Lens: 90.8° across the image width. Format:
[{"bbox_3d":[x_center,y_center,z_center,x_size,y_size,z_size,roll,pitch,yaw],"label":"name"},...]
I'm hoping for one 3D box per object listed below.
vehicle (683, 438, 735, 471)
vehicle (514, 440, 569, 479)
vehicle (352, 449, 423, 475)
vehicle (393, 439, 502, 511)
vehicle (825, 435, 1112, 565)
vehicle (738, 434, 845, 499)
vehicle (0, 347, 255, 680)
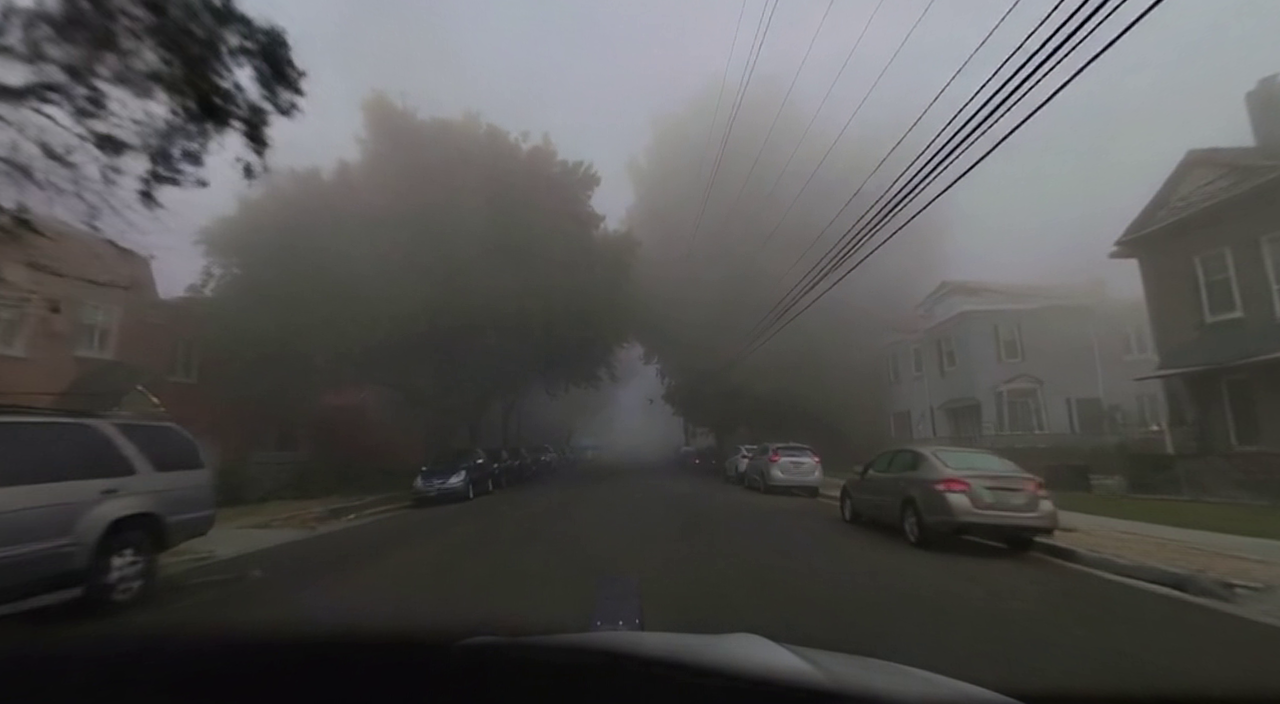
[{"bbox_3d":[4.109,6.236,38.688,2.279,1.848,5.577,0,-9,-3],"label":"vehicle"},{"bbox_3d":[-5.406,5.946,35.442,2.285,1.895,5.883,-3,-8,-2],"label":"vehicle"},{"bbox_3d":[-17.611,7.656,44.260,4.184,1.620,1.852,-2,-8,1],"label":"vehicle"},{"bbox_3d":[-5.437,3.475,18.396,1.873,1.709,4.206,-4,-8,-1],"label":"vehicle"},{"bbox_3d":[4.334,1.985,9.320,1.893,1.437,4.369,0,-8,0],"label":"vehicle"},{"bbox_3d":[4.178,3.244,18.290,1.979,1.620,4.684,0,-8,1],"label":"vehicle"},{"bbox_3d":[-5.274,1.067,3.993,2.242,2.135,5.566,-2,-8,-1],"label":"vehicle"}]
